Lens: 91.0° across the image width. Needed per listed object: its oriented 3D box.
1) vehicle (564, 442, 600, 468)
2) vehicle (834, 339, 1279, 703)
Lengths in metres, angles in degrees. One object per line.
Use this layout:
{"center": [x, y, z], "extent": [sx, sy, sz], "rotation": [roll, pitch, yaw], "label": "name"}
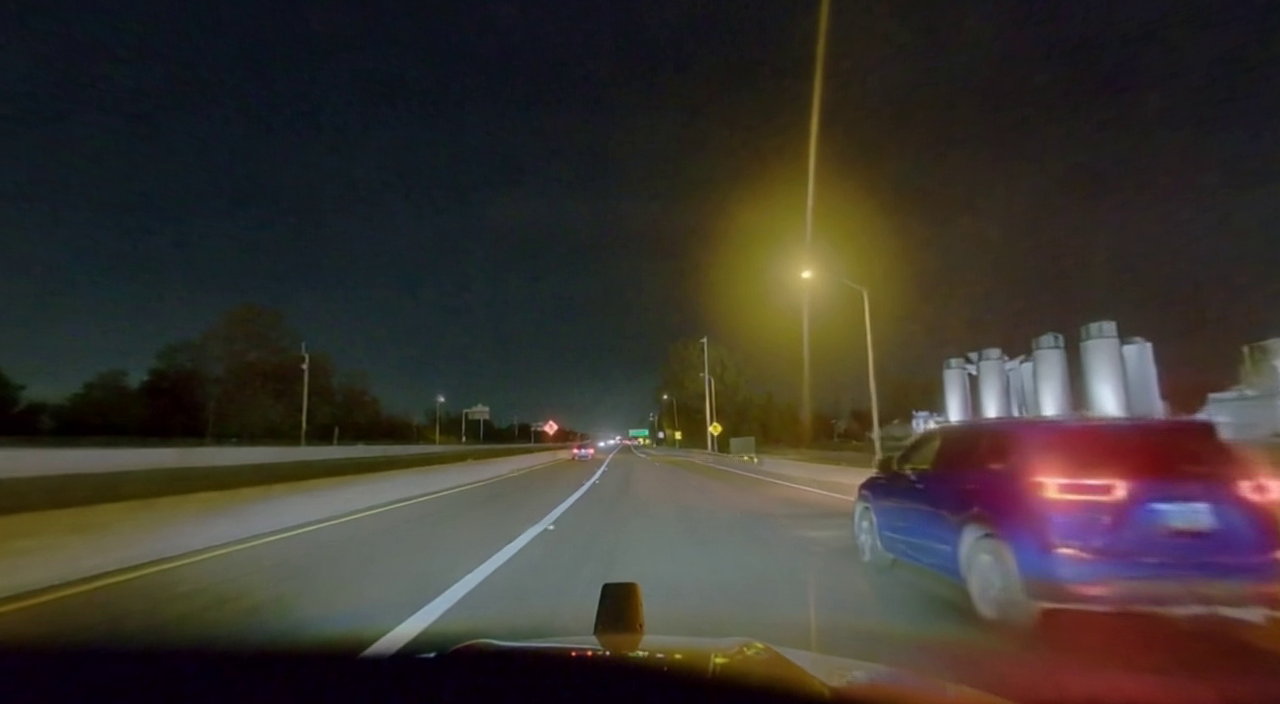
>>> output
{"center": [-3.801, 6.826, 41.827], "extent": [2.012, 1.571, 4.232], "rotation": [-1, -9, 0], "label": "vehicle"}
{"center": [3.582, 1.204, 5.326], "extent": [2.296, 1.790, 5.067], "rotation": [-1, -9, 1], "label": "vehicle"}
